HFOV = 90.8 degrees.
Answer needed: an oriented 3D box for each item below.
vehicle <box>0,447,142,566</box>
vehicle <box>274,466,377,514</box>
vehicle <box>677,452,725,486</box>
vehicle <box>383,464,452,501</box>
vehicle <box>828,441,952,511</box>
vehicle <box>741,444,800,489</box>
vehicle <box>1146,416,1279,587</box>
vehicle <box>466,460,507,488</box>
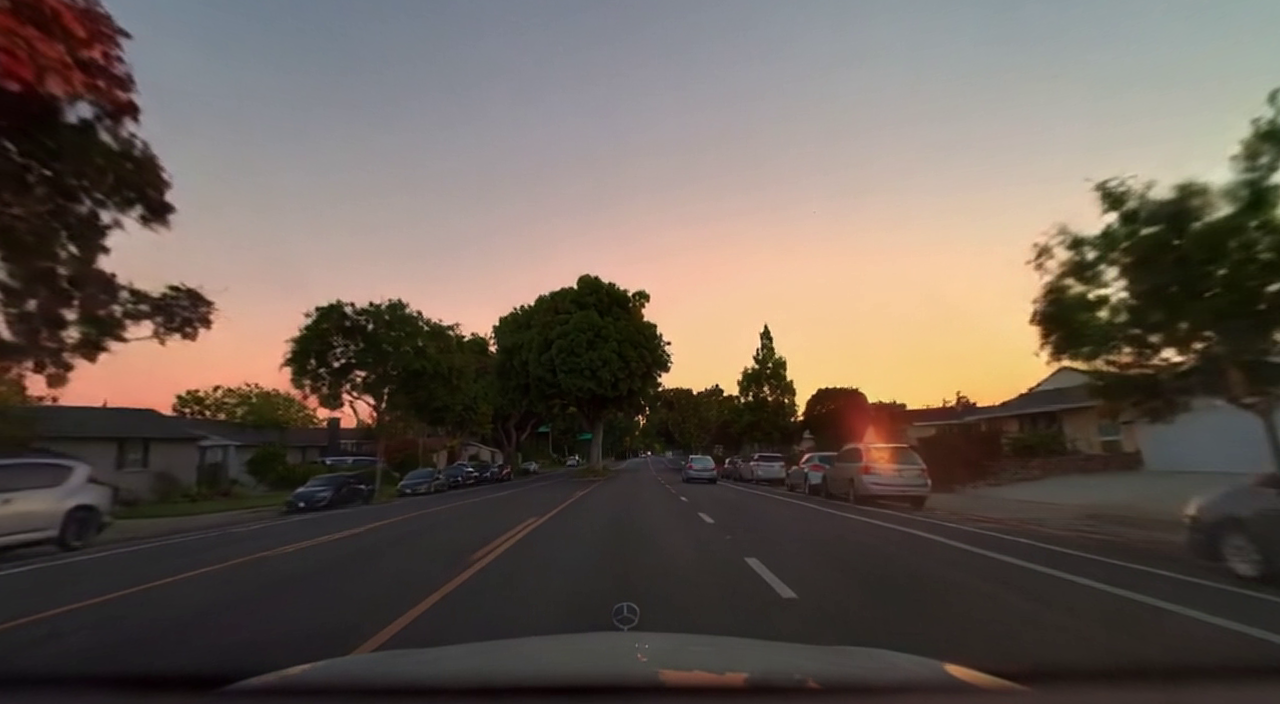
[{"bbox_3d":[-11.568,2.620,10.934,2.181,1.920,4.570,0,-8,-1],"label":"vehicle"},{"bbox_3d":[-11.790,5.163,24.042,1.809,1.476,4.423,0,-8,-3],"label":"vehicle"},{"bbox_3d":[3.129,6.093,33.241,1.951,1.620,4.582,0,-8,-2],"label":"vehicle"},{"bbox_3d":[-11.854,6.971,34.075,1.888,1.668,5.052,0,-8,0],"label":"vehicle"},{"bbox_3d":[7.495,3.715,19.563,1.873,1.867,4.673,0,-8,-1],"label":"vehicle"},{"bbox_3d":[7.154,6.333,35.330,2.081,2.286,4.941,0,-8,-2],"label":"vehicle"},{"bbox_3d":[7.839,1.449,5.756,2.001,1.793,5.146,0,-8,-3],"label":"vehicle"},{"bbox_3d":[-11.578,9.198,47.941,2.049,1.848,4.693,0,-8,-1],"label":"vehicle"}]
